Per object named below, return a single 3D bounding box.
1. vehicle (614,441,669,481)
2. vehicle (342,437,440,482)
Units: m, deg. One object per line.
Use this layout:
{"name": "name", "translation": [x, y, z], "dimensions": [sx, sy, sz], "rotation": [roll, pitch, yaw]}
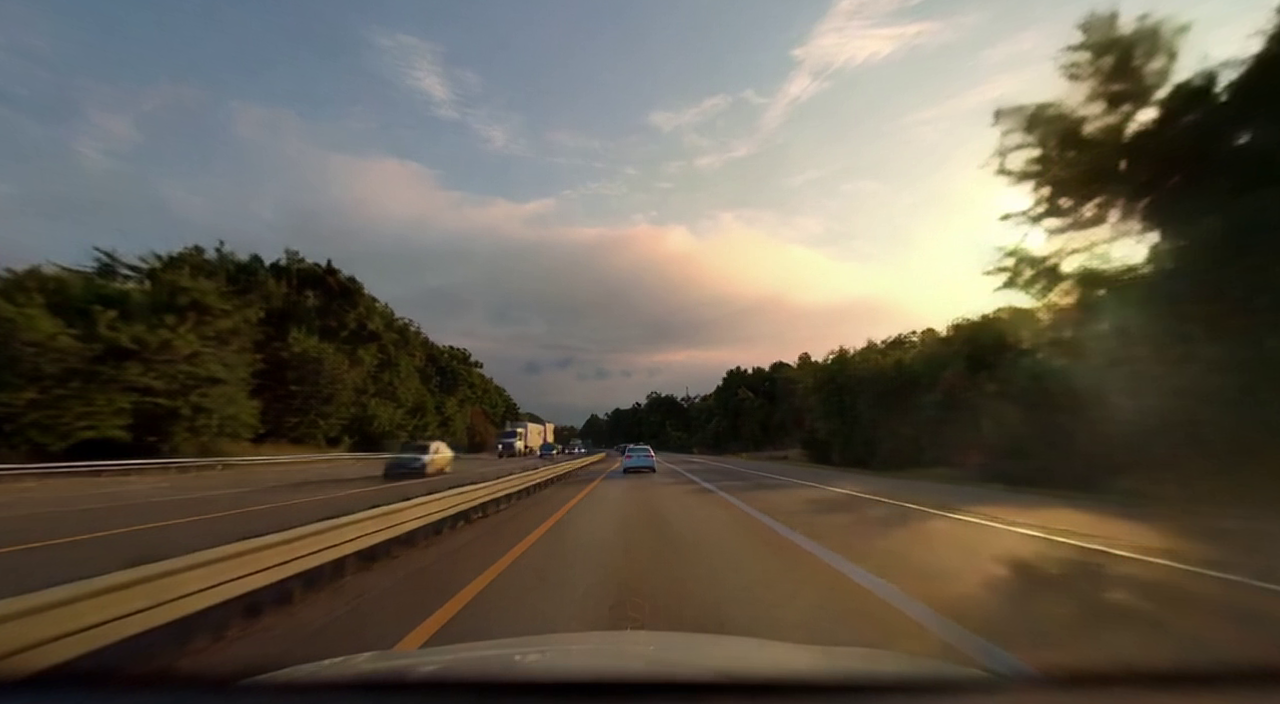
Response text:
{"name": "vehicle", "translation": [0.040, 4.498, 26.384], "dimensions": [2.114, 1.523, 4.012], "rotation": [0, -8, 0]}
{"name": "vehicle", "translation": [-9.034, 3.906, 23.267], "dimensions": [1.854, 1.486, 4.342], "rotation": [0, -8, 0]}
